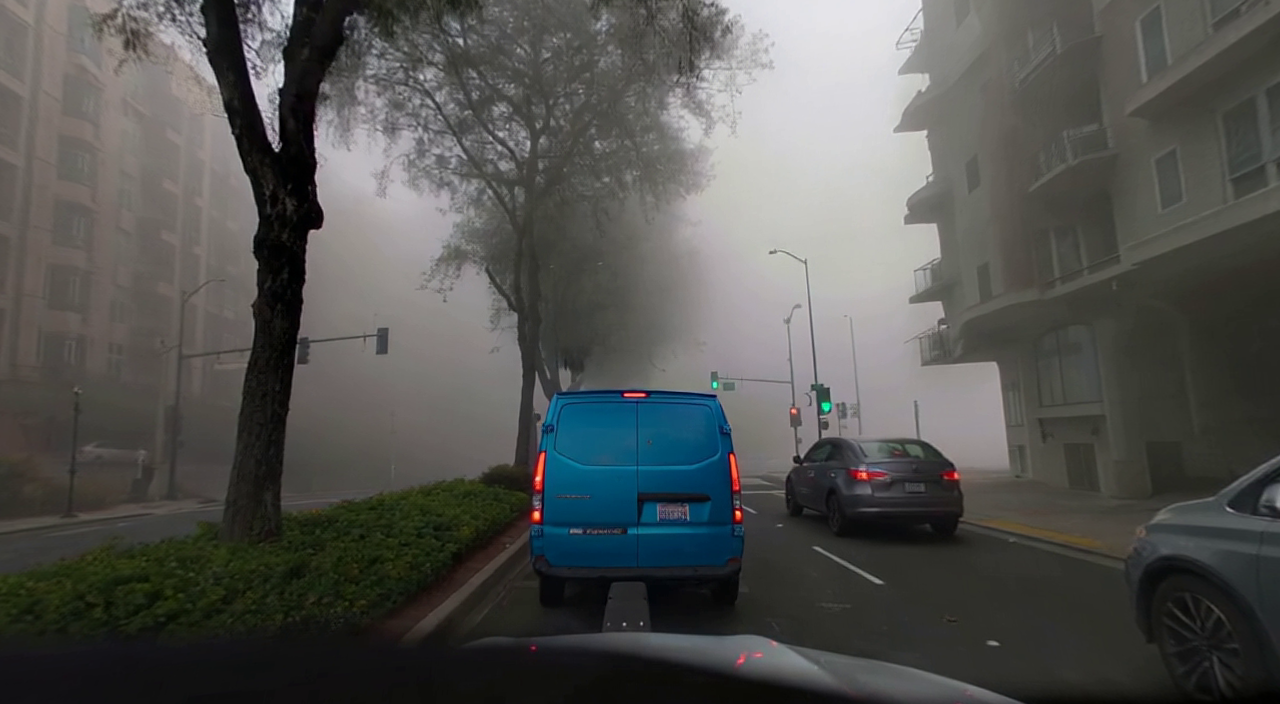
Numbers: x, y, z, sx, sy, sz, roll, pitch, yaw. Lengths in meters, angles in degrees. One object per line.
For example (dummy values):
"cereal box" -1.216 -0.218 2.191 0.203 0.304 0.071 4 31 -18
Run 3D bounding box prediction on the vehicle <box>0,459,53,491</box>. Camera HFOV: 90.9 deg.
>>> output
"vehicle" -35.529 6.843 35.185 3.843 1.680 1.782 -1 -9 5

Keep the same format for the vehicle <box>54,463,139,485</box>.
"vehicle" -38.433 8.636 44.663 4.396 1.458 1.809 -1 -9 2

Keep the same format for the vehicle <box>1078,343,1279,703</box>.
"vehicle" 3.812 0.703 1.789 2.157 1.748 4.130 0 -9 1

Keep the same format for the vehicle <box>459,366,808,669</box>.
"vehicle" -0.037 1.322 6.041 2.101 1.828 4.270 0 -9 0

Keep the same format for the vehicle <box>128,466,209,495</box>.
"vehicle" -33.226 9.068 44.541 4.292 1.492 1.772 -6 -14 -1

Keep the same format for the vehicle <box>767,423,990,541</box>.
"vehicle" 3.908 2.223 11.462 2.061 1.676 4.734 0 -9 -2
